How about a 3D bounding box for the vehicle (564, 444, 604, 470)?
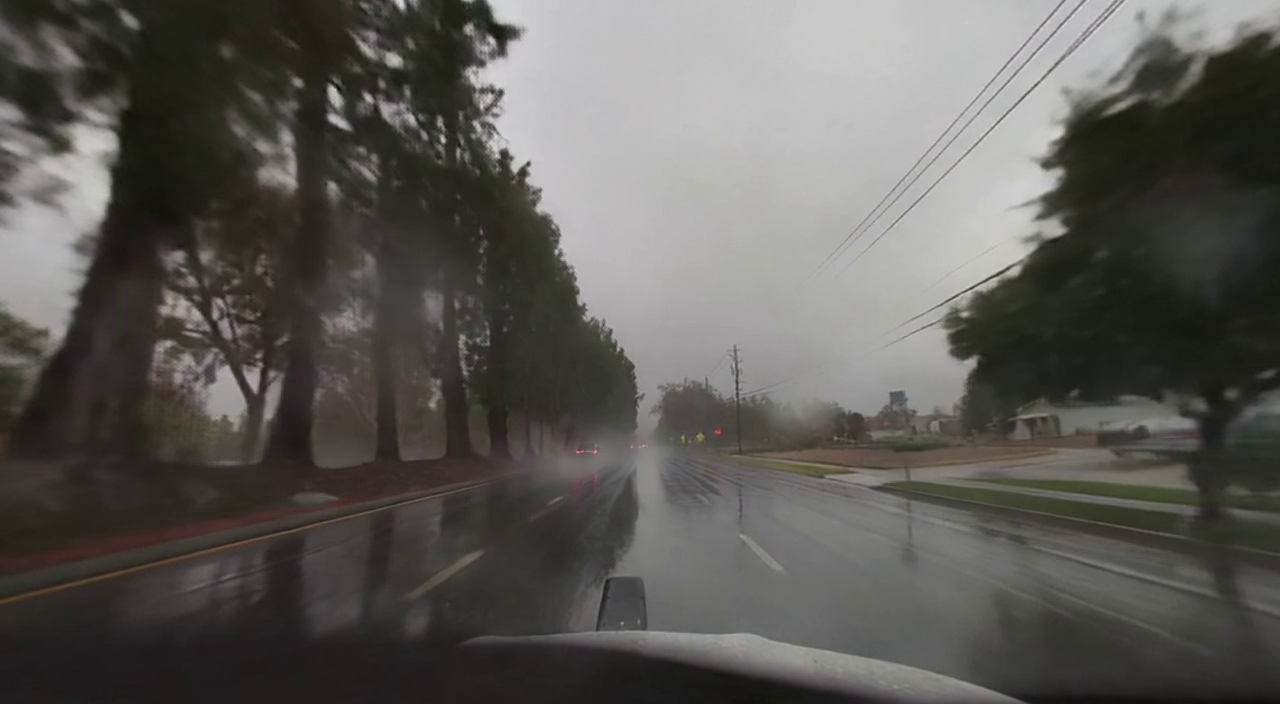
[{"bbox_3d":[-3.350,6.365,38.346,2.007,1.514,4.049,0,-9,1],"label":"vehicle"}]
